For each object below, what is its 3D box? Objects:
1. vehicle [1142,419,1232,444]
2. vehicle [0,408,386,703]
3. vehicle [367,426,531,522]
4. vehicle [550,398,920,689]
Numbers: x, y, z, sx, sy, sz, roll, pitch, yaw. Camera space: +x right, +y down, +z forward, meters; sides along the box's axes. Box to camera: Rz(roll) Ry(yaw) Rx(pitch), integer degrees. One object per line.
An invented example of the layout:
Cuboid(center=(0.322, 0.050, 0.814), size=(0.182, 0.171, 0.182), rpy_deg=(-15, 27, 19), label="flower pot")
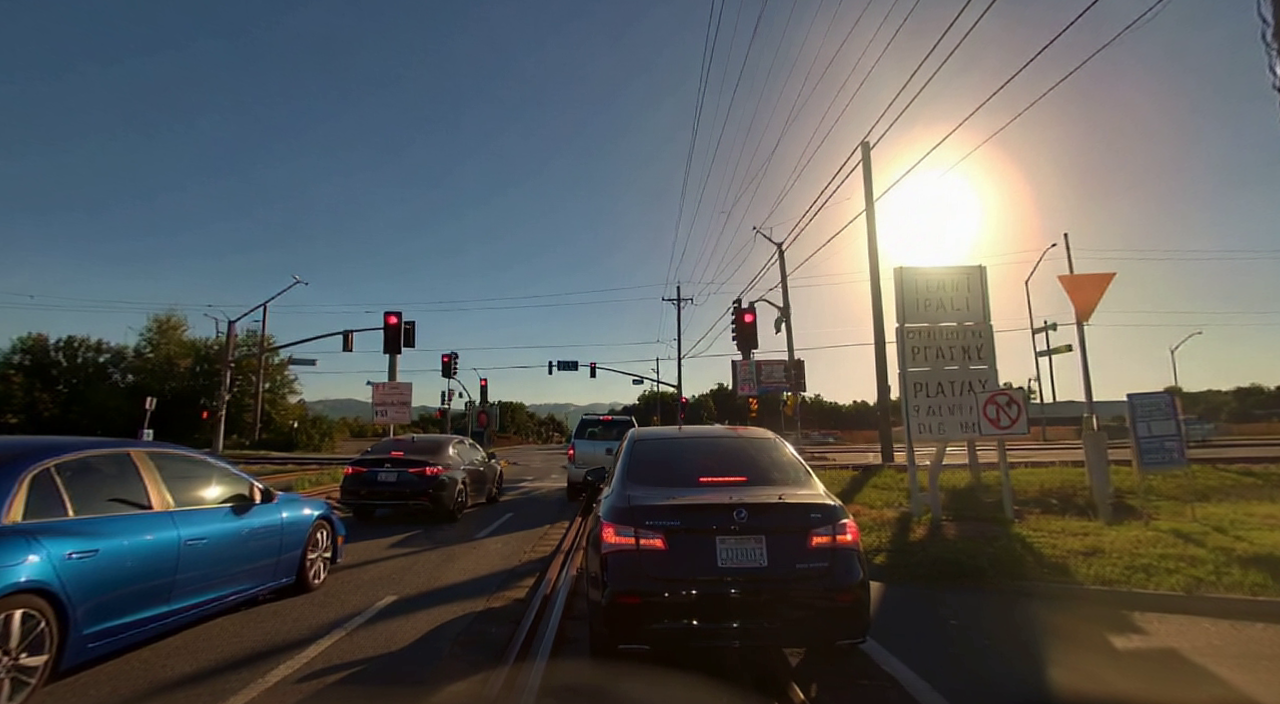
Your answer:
Cuboid(center=(40.120, 5.872, 46.428), size=(4.544, 1.762, 2.272), rpy_deg=(1, -9, -3), label="vehicle")
Cuboid(center=(-3.706, 1.242, 4.459), size=(1.956, 1.468, 4.585), rpy_deg=(0, -8, -1), label="vehicle")
Cuboid(center=(-3.378, 2.239, 12.081), size=(1.984, 1.505, 4.047), rpy_deg=(0, -8, -2), label="vehicle")
Cuboid(center=(0.402, 1.310, 5.438), size=(1.998, 1.529, 3.960), rpy_deg=(1, -8, -4), label="vehicle")
